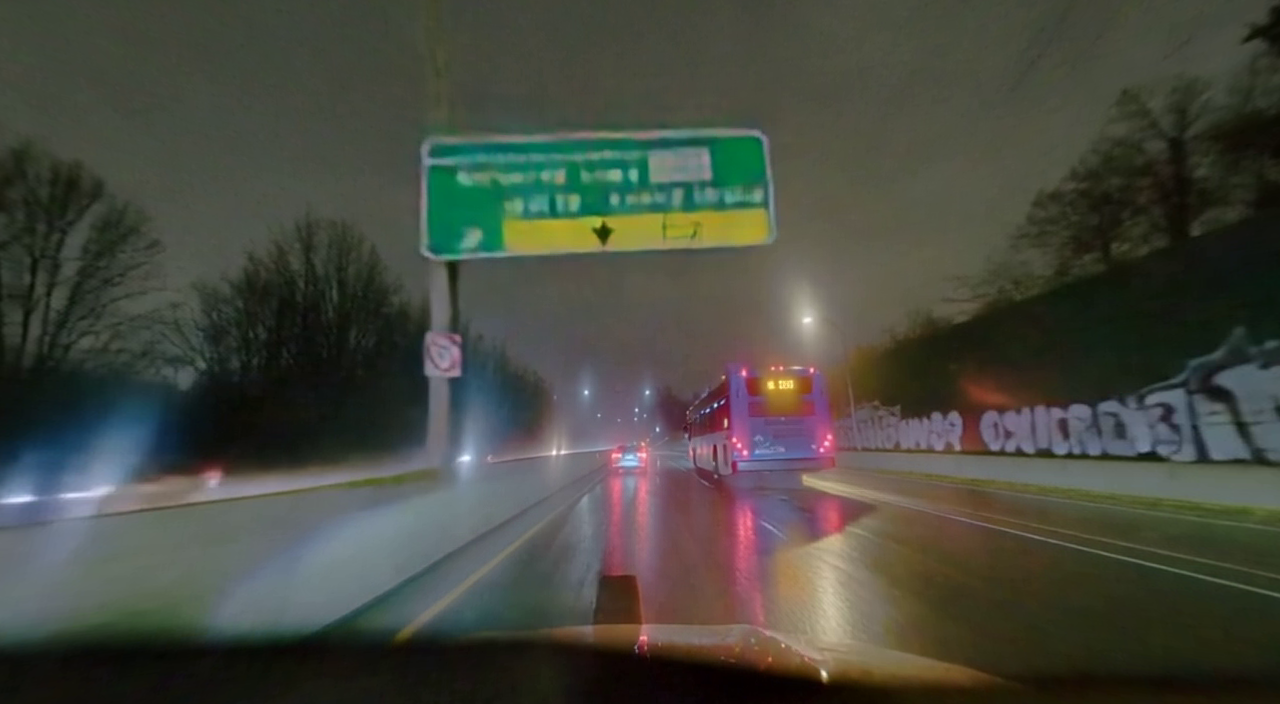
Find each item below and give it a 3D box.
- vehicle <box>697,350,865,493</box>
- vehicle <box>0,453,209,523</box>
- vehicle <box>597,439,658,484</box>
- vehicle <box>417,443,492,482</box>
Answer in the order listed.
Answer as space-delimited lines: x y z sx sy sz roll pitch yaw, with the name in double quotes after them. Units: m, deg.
3.987 2.637 21.584 3.055 3.479 12.521 -1 -9 1 "vehicle"
-12.901 3.234 15.425 1.813 1.456 3.830 -1 -9 1 "vehicle"
-0.397 4.195 24.204 2.160 1.532 4.073 -1 -9 1 "vehicle"
-8.502 5.107 29.193 2.064 1.648 4.371 -1 -9 1 "vehicle"
